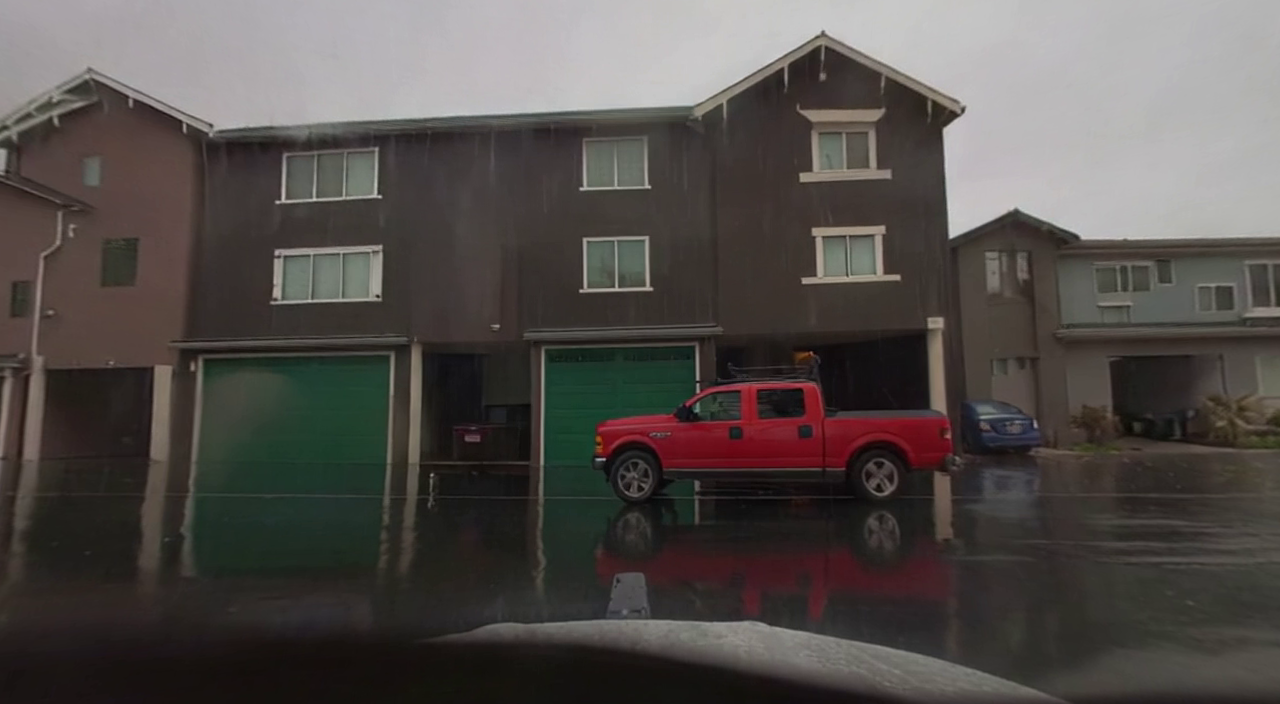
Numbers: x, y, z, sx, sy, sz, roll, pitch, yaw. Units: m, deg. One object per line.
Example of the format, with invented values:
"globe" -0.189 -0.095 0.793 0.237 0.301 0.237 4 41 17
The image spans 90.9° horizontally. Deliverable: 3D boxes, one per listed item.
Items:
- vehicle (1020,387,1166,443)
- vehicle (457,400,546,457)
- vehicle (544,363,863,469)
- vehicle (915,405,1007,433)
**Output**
"vehicle" 16.098 2.285 22.567 3.770 1.496 1.951 6 -9 3
"vehicle" -4.434 2.418 20.746 1.869 1.460 3.826 -4 -2 2
"vehicle" 1.121 1.289 12.260 5.600 1.835 2.161 -1 -8 2
"vehicle" 16.878 3.560 33.339 3.897 1.416 1.703 -1 -8 2
